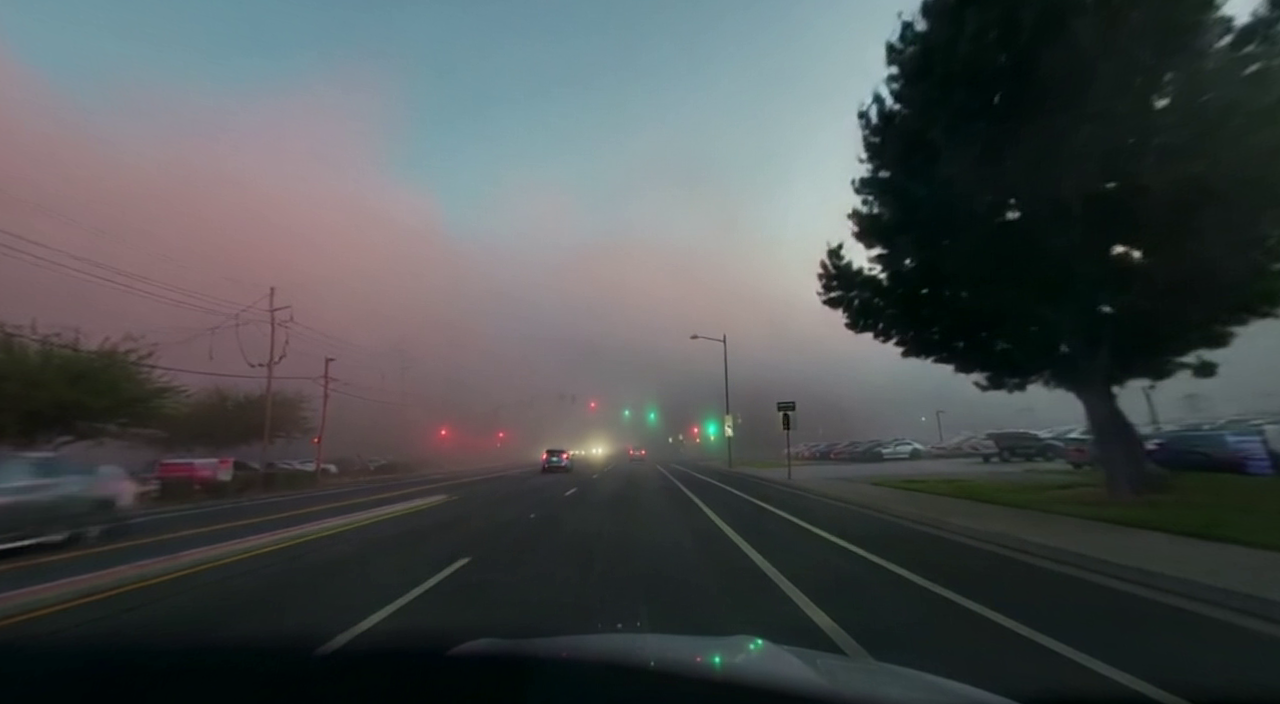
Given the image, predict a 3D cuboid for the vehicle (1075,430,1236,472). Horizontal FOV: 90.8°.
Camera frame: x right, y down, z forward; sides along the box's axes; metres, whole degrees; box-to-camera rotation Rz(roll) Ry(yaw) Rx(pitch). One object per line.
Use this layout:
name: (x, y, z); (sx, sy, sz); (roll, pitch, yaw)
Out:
vehicle: (19.701, 3.796, 24.289); (4.505, 1.481, 1.870); (0, -9, 0)

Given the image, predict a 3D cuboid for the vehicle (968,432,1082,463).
vehicle: (19.122, 4.767, 31.530); (4.481, 1.482, 1.814); (0, -9, -2)

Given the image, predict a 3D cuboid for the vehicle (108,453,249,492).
vehicle: (-25.172, 6.546, 34.636); (5.763, 1.982, 2.425); (-1, -9, 1)

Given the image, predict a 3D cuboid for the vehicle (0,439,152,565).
vehicle: (-9.912, 2.167, 9.240); (1.971, 1.744, 4.399); (-1, -9, 1)

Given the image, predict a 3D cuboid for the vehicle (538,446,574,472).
vehicle: (-4.900, 6.288, 37.290); (1.928, 1.451, 4.219); (0, -9, -5)
